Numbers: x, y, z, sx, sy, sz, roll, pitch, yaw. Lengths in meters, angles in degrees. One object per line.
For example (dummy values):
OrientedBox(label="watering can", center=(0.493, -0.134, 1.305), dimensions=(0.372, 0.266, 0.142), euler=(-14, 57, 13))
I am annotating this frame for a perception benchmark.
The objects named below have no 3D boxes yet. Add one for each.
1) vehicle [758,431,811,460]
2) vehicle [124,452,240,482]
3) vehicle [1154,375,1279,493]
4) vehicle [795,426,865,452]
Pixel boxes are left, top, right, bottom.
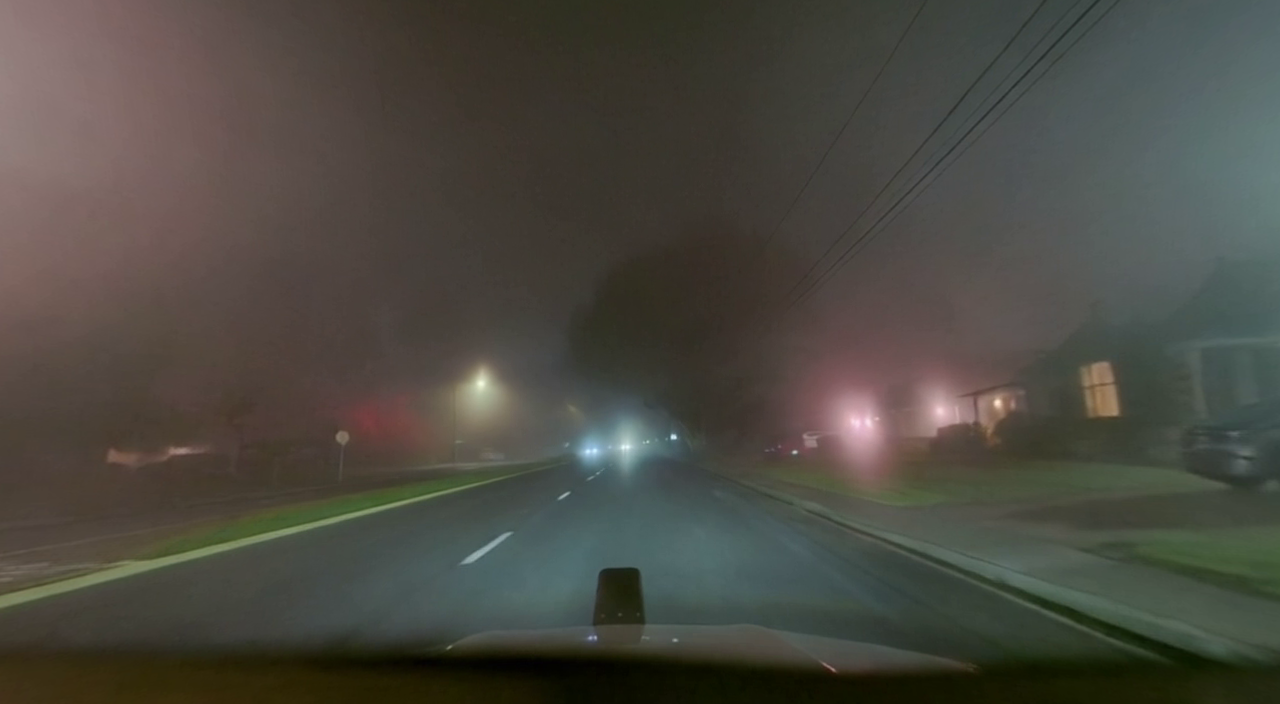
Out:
OrientedBox(label="vehicle", center=(9.164, 5.957, 40.479), dimensions=(1.971, 1.641, 5.191), euler=(-4, -8, -2))
OrientedBox(label="vehicle", center=(-24.061, 6.058, 33.327), dimensions=(4.595, 1.491, 1.902), euler=(0, -8, -1))
OrientedBox(label="vehicle", center=(11.275, 1.324, 10.068), dimensions=(4.426, 1.674, 2.091), euler=(1, -8, -5))
OrientedBox(label="vehicle", center=(14.576, 6.723, 48.714), dimensions=(4.723, 1.883, 2.011), euler=(0, -8, -2))
